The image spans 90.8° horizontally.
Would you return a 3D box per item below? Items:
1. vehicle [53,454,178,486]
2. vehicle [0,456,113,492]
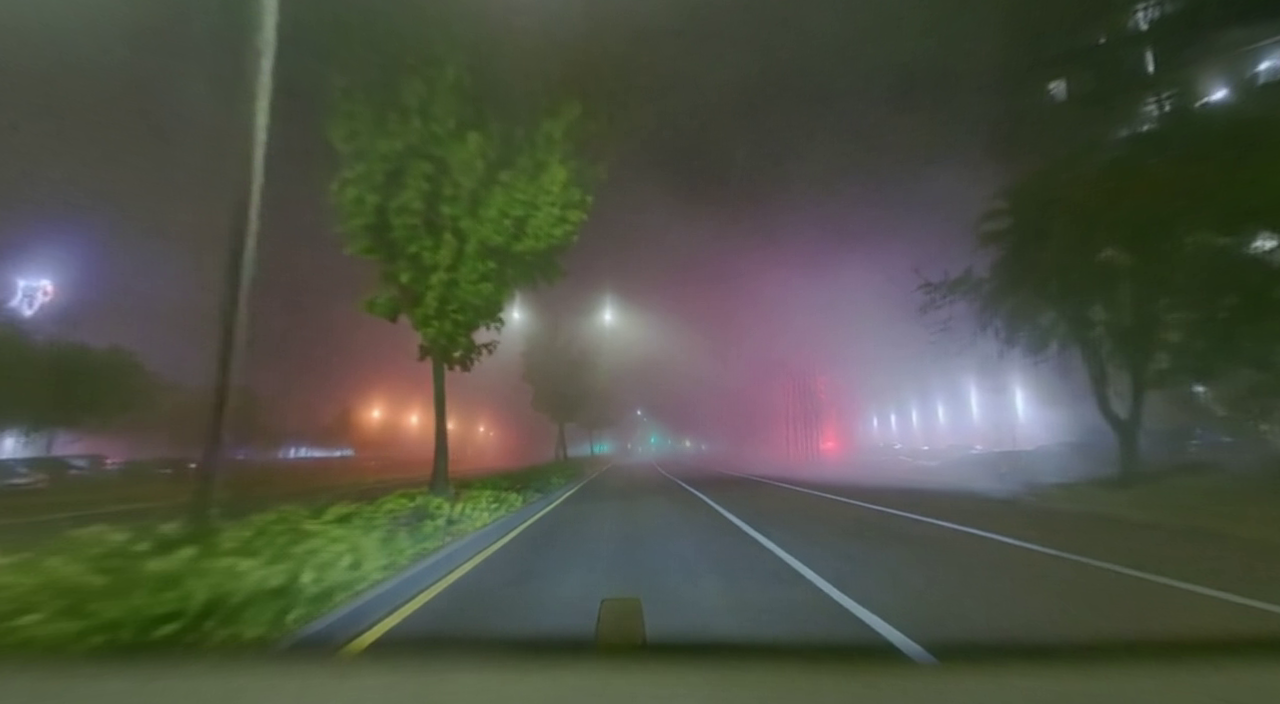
[{"bbox_3d":[-26.534,5.959,32.181,4.405,1.469,2.047,4,-9,-25],"label":"vehicle"},{"bbox_3d":[-26.446,5.368,27.997,4.401,1.431,1.877,5,-10,-32],"label":"vehicle"}]
